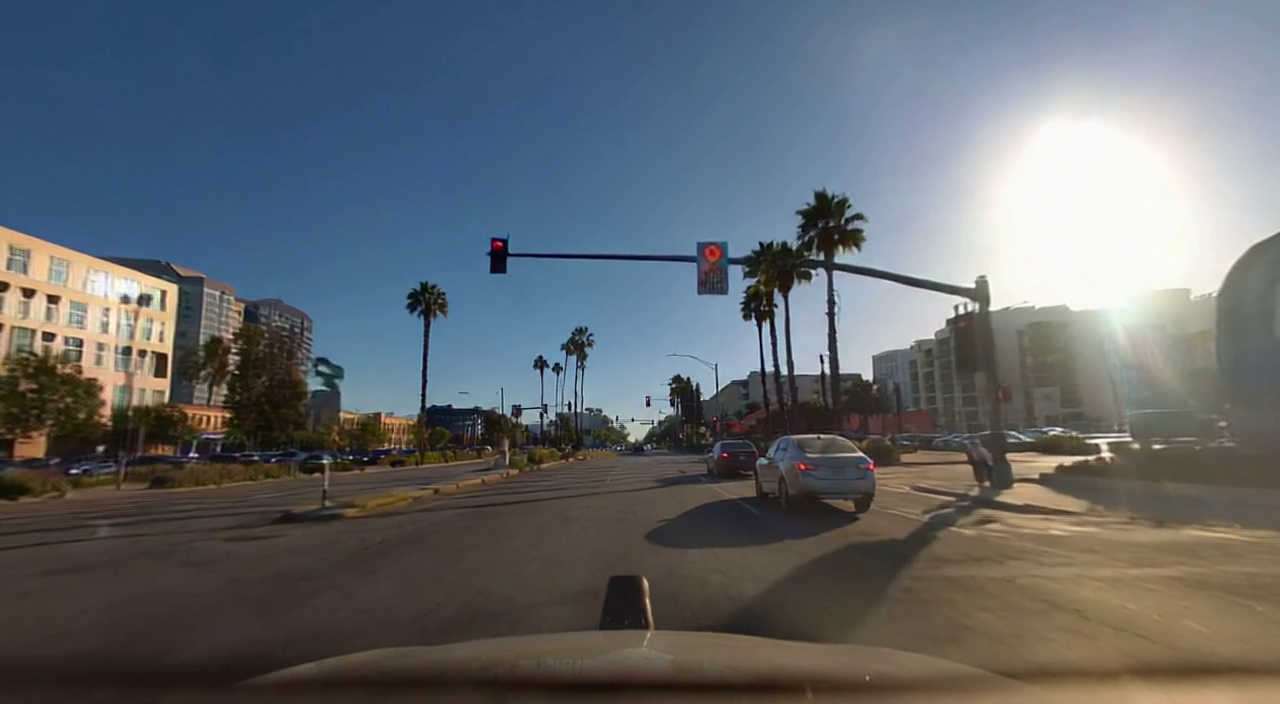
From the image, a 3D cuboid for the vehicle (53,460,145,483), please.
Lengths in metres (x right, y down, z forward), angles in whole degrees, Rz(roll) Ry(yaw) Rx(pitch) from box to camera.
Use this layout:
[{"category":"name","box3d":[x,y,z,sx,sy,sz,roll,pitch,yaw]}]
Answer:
[{"category":"vehicle","box3d":[-37.758,8.353,44.050,4.648,1.484,1.908,0,-8,0]}]

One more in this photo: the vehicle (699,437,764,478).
[{"category":"vehicle","box3d":[3.542,4.199,25.331,1.870,1.467,4.800,0,-8,0]}]

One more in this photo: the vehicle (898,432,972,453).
[{"category":"vehicle","box3d":[22.040,6.790,47.160,4.532,1.477,1.914,-1,-8,3]}]

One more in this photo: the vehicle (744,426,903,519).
[{"category":"vehicle","box3d":[3.431,2.329,12.698,1.931,1.534,4.126,0,-8,0]}]
